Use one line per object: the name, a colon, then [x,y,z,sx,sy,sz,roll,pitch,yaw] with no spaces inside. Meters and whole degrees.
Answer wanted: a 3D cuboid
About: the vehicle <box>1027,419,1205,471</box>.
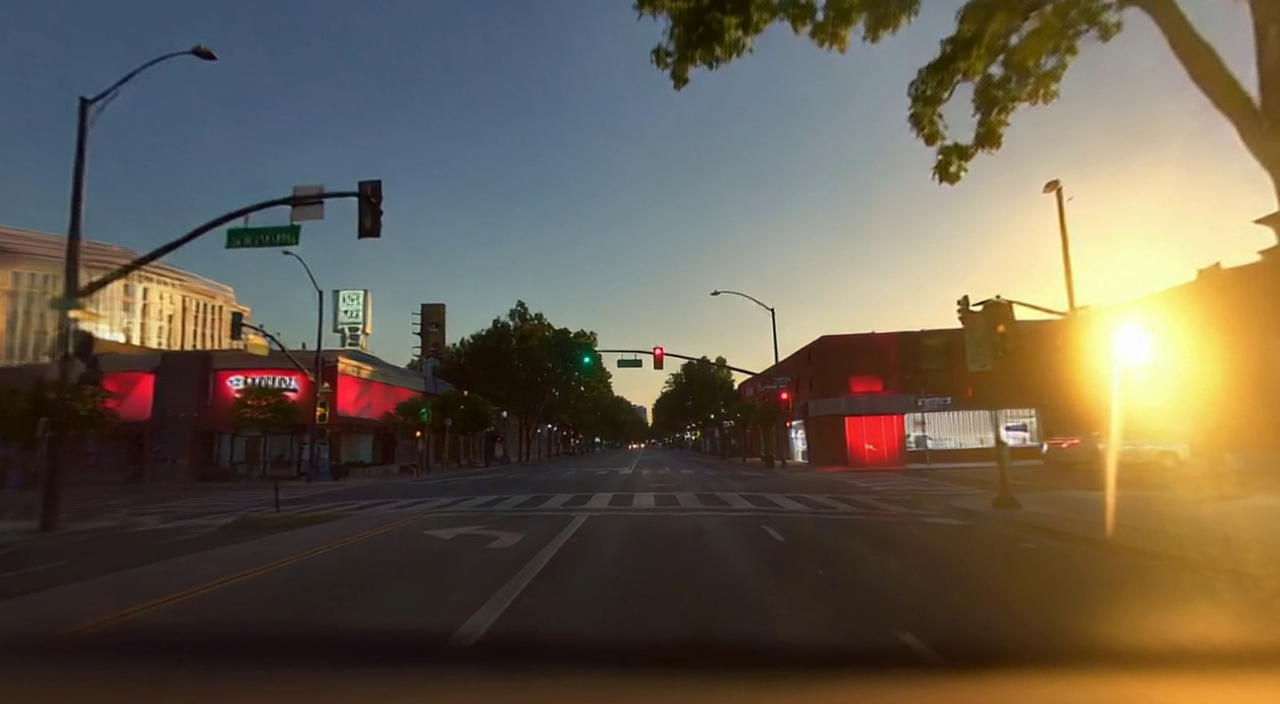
vehicle: [17.323,3.421,23.134,4.836,1.795,1.957,0,-8,1]
